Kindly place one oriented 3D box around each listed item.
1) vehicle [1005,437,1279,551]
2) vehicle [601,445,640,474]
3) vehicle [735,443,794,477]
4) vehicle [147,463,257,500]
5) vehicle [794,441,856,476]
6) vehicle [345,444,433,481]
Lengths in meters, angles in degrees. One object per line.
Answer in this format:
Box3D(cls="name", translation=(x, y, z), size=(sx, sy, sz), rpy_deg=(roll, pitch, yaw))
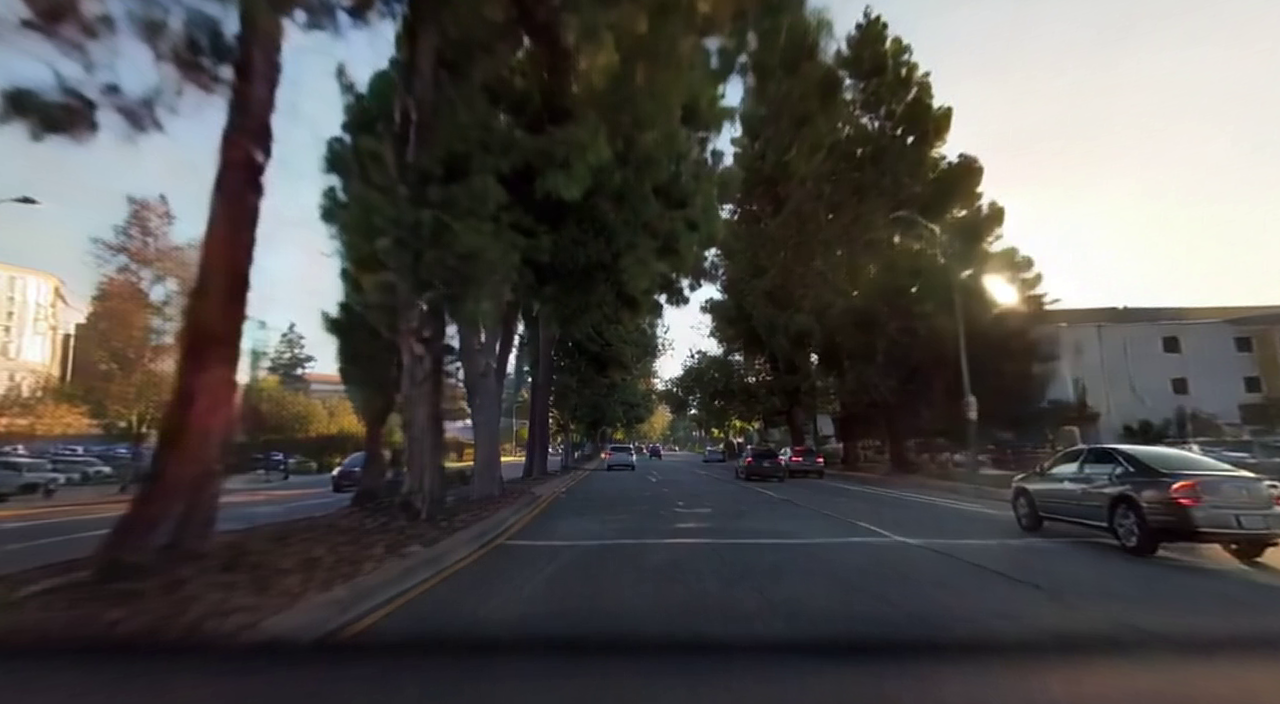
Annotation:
Box3D(cls="vehicle", translation=(8.572, 2.253, 10.861), size=(1.888, 1.508, 4.646), rpy_deg=(0, -8, 2))
Box3D(cls="vehicle", translation=(-1.051, 5.958, 35.314), size=(2.077, 1.477, 3.897), rpy_deg=(0, -8, -1))
Box3D(cls="vehicle", translation=(5.796, 5.062, 29.803), size=(2.020, 1.472, 3.958), rpy_deg=(0, -8, 1))
Box3D(cls="vehicle", translation=(-18.727, 5.524, 27.238), size=(1.769, 1.344, 3.947), rpy_deg=(0, -8, 3))
Box3D(cls="vehicle", translation=(9.528, 5.488, 32.846), size=(1.945, 1.687, 4.292), rpy_deg=(0, -8, 0))
Box3D(cls="vehicle", translation=(-15.157, 6.668, 38.660), size=(2.879, 2.048, 5.861), rpy_deg=(0, -8, 1))
